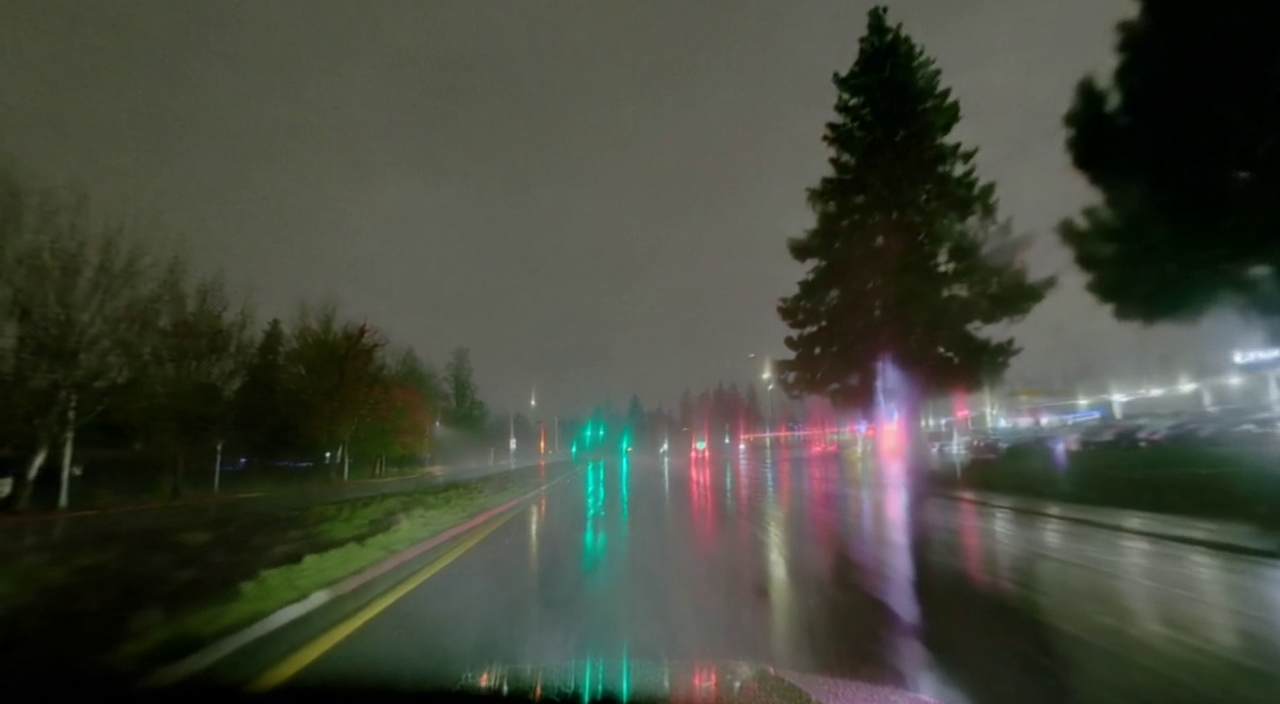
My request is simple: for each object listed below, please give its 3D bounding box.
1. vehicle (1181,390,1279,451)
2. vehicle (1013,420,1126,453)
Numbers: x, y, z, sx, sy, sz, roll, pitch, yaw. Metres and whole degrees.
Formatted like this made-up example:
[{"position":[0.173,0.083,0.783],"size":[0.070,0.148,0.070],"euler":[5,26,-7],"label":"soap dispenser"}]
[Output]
[{"position":[21.295,2.359,21.226],"size":[4.098,1.771,2.147],"euler":[1,-10,2],"label":"vehicle"},{"position":[22.609,4.505,33.398],"size":[4.479,1.453,1.899],"euler":[-2,-10,0],"label":"vehicle"}]
